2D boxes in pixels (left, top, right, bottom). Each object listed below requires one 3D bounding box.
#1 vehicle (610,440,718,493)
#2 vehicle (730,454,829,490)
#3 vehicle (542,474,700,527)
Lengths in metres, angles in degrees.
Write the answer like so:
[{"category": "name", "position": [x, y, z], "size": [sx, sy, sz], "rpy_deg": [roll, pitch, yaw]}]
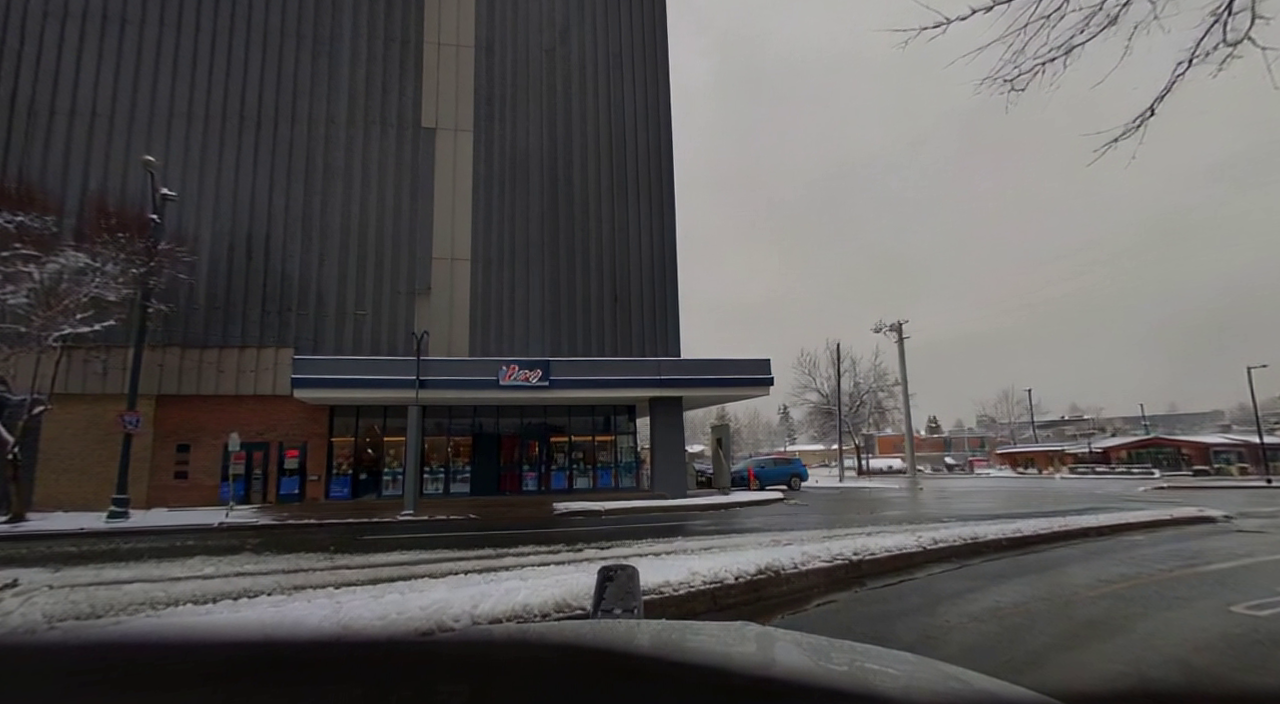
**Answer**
[{"category": "vehicle", "position": [1.361, 6.505, 35.873], "size": [5.524, 2.504, 2.196], "rpy_deg": [8, -7, -22]}, {"category": "vehicle", "position": [10.301, 8.760, 46.377], "size": [7.026, 2.329, 2.545], "rpy_deg": [5, -7, -25]}, {"category": "vehicle", "position": [-0.566, 4.689, 20.291], "size": [4.782, 1.371, 1.763], "rpy_deg": [4, -10, -27]}]
